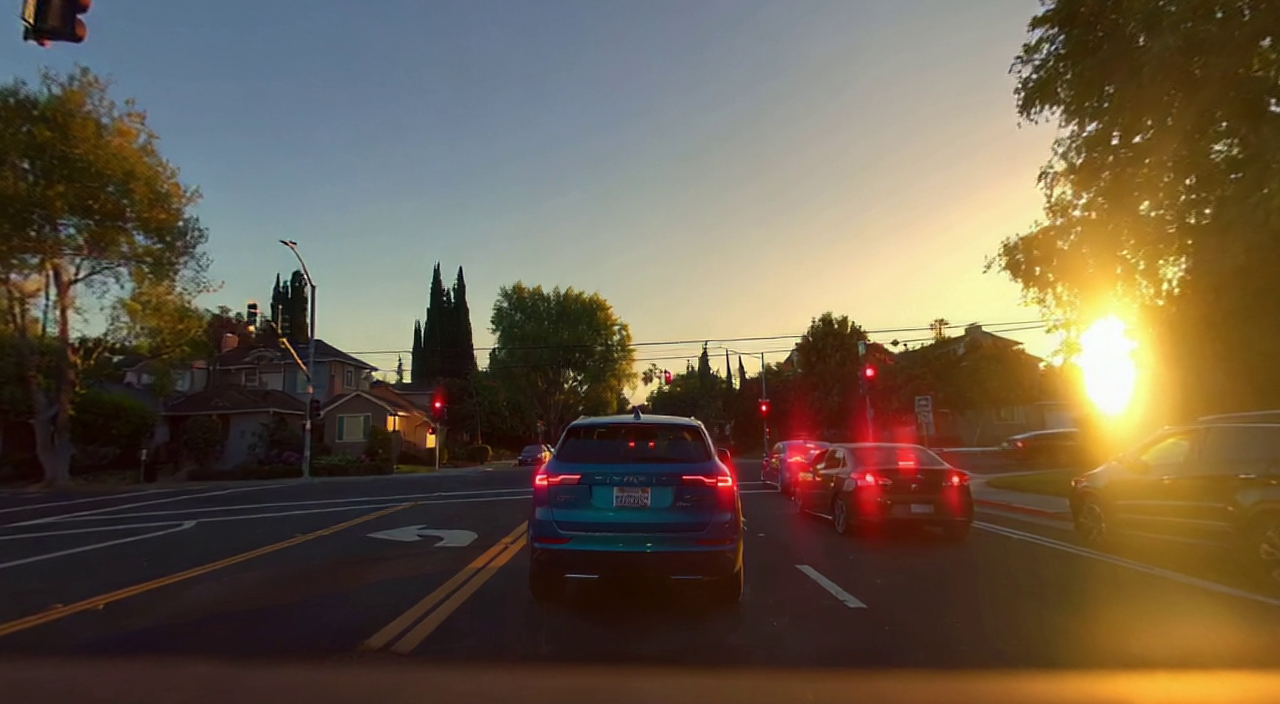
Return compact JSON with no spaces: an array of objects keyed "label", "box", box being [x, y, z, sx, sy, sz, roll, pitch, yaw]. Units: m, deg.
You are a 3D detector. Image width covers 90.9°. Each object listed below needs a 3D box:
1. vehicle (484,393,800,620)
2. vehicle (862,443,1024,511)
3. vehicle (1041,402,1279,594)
[{"label":"vehicle","box":[0.047,1.460,6.910,2.322,1.667,4.367,0,-8,1]},{"label":"vehicle","box":[7.301,3.007,15.807,1.860,1.436,4.479,0,-8,0]},{"label":"vehicle","box":[7.032,1.539,7.040,1.989,1.791,4.735,0,-8,0]}]
